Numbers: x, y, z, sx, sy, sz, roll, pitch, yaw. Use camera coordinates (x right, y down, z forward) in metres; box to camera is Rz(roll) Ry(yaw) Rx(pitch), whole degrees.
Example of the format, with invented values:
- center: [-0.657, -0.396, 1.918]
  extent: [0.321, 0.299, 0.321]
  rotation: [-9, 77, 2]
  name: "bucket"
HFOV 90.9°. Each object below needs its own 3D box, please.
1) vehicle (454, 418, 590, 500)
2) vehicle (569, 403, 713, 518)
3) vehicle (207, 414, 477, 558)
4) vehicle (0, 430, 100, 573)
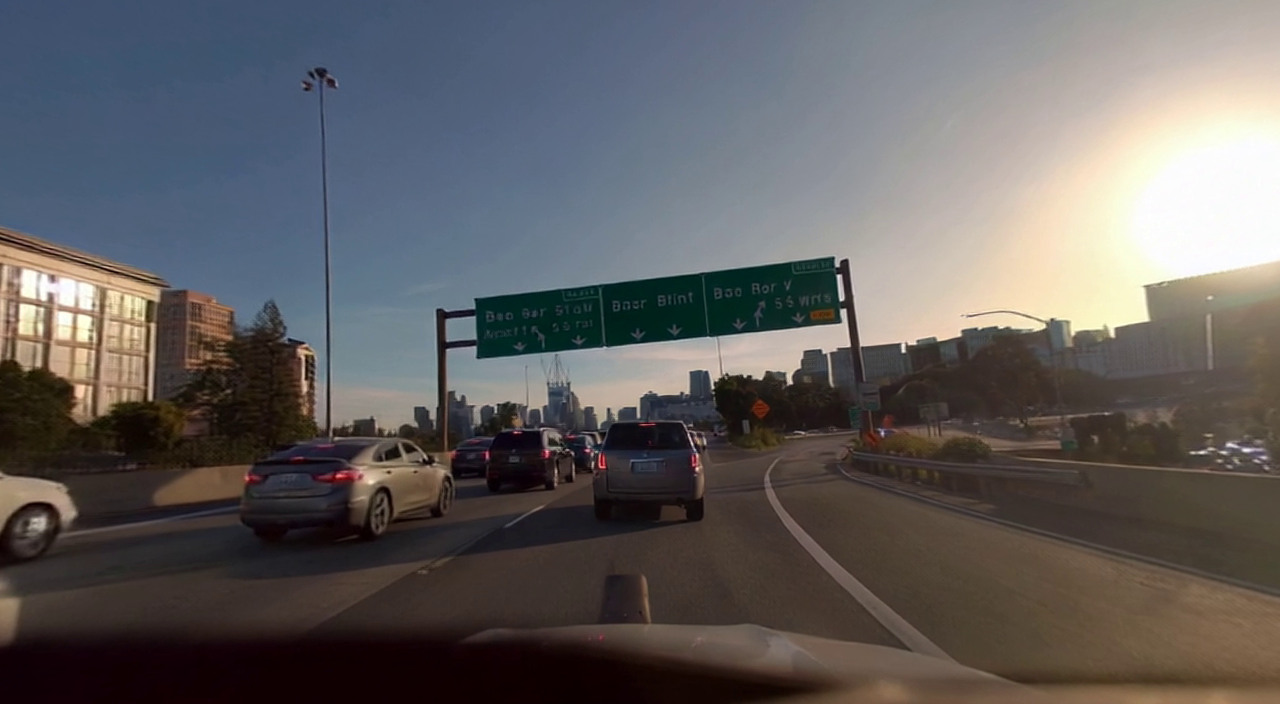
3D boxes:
- center: [-3.044, 2.983, 17.970]
  extent: [2.286, 1.931, 5.729]
  rotation: [-1, -9, 5]
  name: "vehicle"
- center: [0.115, 2.418, 14.490]
  extent: [2.616, 2.063, 5.933]
  rotation: [0, -9, 2]
  name: "vehicle"
- center: [-4.208, 1.959, 9.935]
  extent: [1.953, 1.729, 4.377]
  rotation: [0, -9, 2]
  name: "vehicle"
- center: [-7.857, 1.446, 5.695]
  extent: [1.794, 1.527, 4.533]
  rotation: [0, -9, 3]
  name: "vehicle"
